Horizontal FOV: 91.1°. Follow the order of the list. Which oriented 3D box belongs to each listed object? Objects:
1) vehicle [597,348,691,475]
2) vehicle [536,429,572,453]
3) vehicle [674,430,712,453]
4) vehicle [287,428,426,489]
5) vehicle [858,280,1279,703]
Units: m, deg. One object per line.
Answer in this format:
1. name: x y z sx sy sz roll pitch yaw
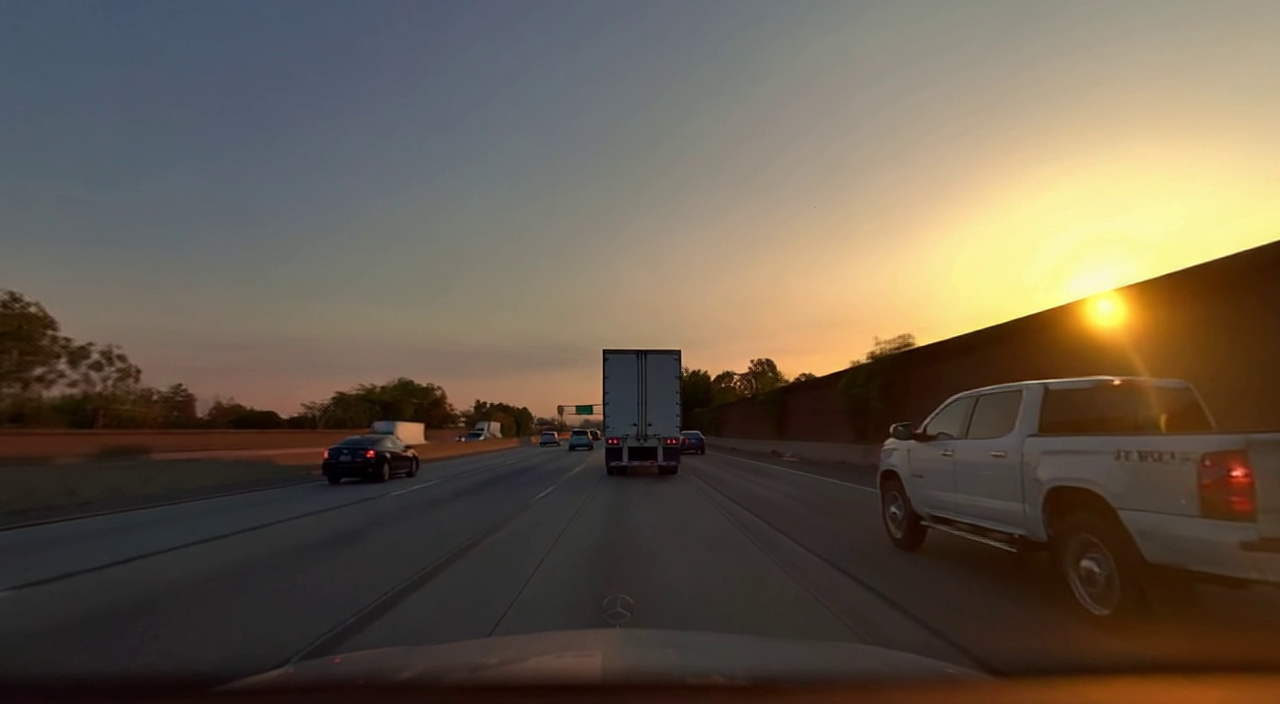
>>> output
1. vehicle: -0.158 2.512 24.736 2.904 3.915 10.473 0 -8 -3
2. vehicle: -6.072 6.315 44.730 2.134 1.650 4.133 0 -8 -2
3. vehicle: 3.641 6.194 43.798 2.044 1.508 4.716 0 -8 -2
4. vehicle: -7.740 2.913 17.645 2.059 1.500 4.001 0 -8 -1
5. vehicle: 3.562 0.904 4.523 2.118 1.832 4.901 0 -8 -1
